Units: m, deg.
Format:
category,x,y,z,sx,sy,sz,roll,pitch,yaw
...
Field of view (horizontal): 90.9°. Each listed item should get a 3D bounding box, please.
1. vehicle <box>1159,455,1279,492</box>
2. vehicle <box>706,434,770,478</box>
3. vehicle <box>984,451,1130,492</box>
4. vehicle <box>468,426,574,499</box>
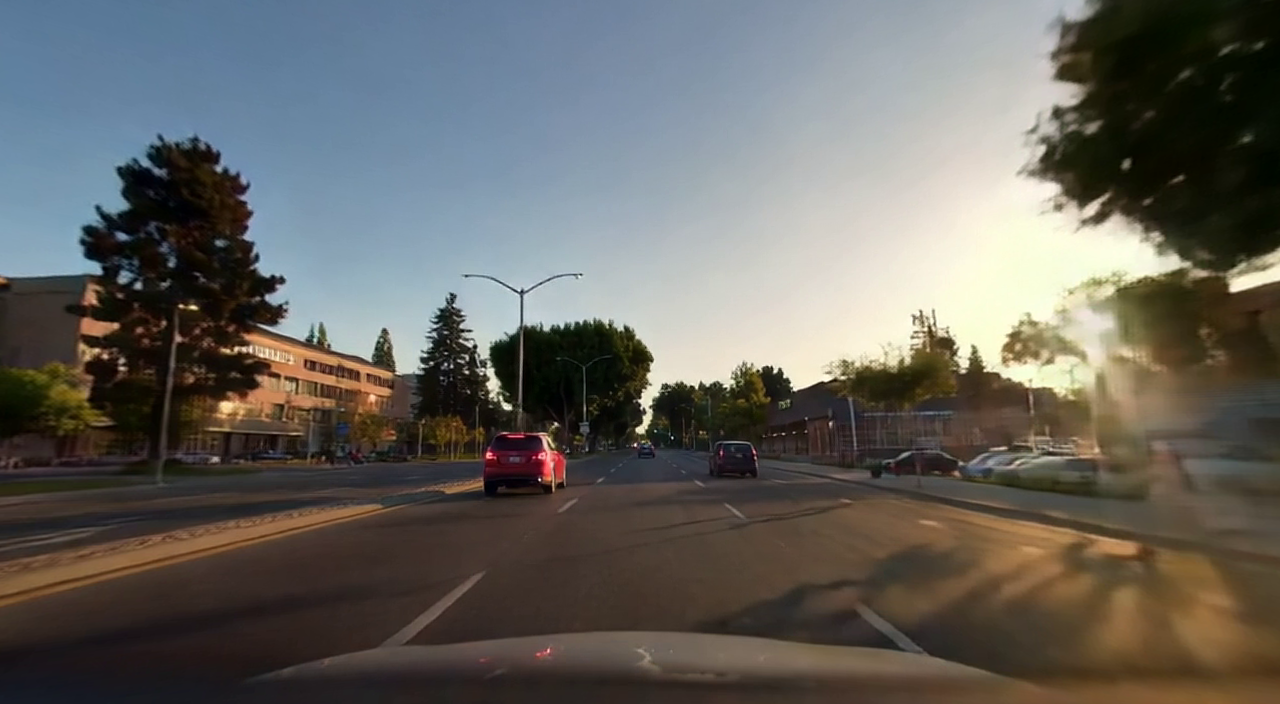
category,x,y,z,sx,sy,sz,roll,pitch,yaw
vehicle,28.844,6.006,31.313,4.338,1.704,1.920,-1,-8,1
vehicle,4.296,4.632,28.388,2.083,1.779,4.347,0,-8,-1
vehicle,16.680,4.780,25.387,4.479,1.445,1.946,-1,-8,-1
vehicle,-3.191,3.066,17.933,2.047,1.810,4.414,0,-8,1
